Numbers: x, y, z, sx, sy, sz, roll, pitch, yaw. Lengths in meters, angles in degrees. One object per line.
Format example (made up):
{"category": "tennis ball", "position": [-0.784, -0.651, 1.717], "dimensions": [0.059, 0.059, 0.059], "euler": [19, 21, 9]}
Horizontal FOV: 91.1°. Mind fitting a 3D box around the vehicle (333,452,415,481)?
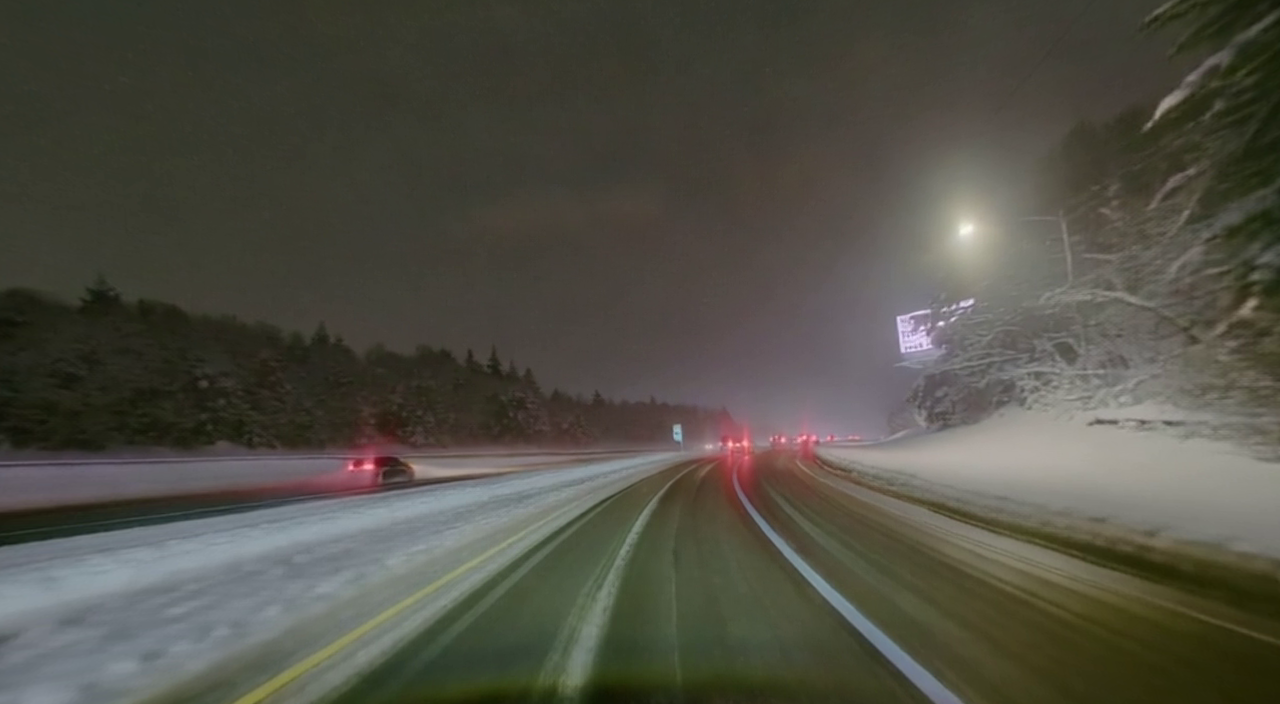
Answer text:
{"category": "vehicle", "position": [-17.067, 7.334, 40.495], "dimensions": [2.145, 1.717, 4.448], "euler": [-5, -10, 26]}
